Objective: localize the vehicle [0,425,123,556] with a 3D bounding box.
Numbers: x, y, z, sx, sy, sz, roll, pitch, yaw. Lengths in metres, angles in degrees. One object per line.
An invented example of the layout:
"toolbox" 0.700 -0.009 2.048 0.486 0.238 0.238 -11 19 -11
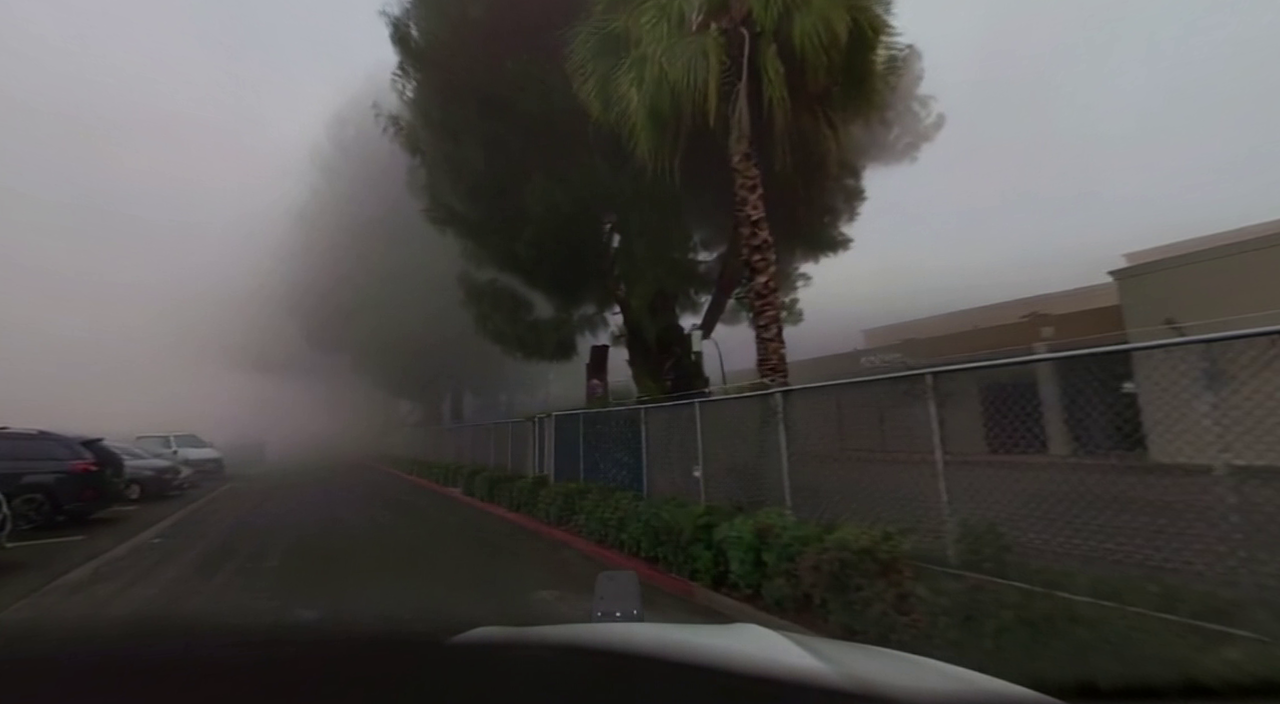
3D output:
"vehicle" -10.297 1.897 8.786 4.304 1.718 1.936 4 -9 -23
